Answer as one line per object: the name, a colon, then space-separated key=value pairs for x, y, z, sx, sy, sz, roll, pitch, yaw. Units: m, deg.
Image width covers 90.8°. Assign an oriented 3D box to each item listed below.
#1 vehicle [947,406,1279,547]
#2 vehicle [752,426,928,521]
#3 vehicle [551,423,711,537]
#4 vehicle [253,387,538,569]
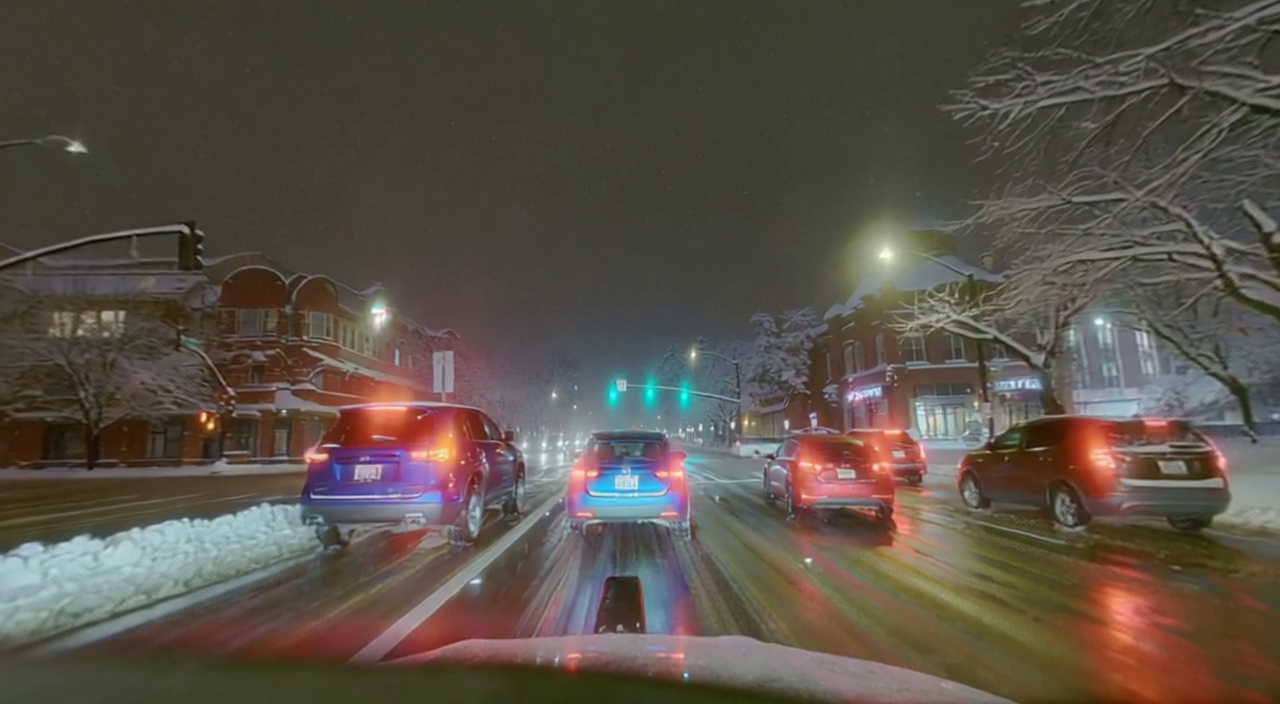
vehicle: x=7.247 y=1.894 z=10.254 sx=2.068 sy=1.731 sz=4.752 roll=0 pitch=-8 yaw=-1
vehicle: x=3.575 y=2.256 z=12.282 sx=1.861 sy=1.473 sz=4.393 roll=0 pitch=-8 yaw=-2
vehicle: x=-0.153 y=1.974 z=10.328 sx=2.097 sy=1.480 sz=4.006 roll=0 pitch=-8 yaw=-1
vehicle: x=-2.854 y=1.618 z=8.826 sx=2.064 sy=1.825 sz=4.760 roll=0 pitch=-8 yaw=0
